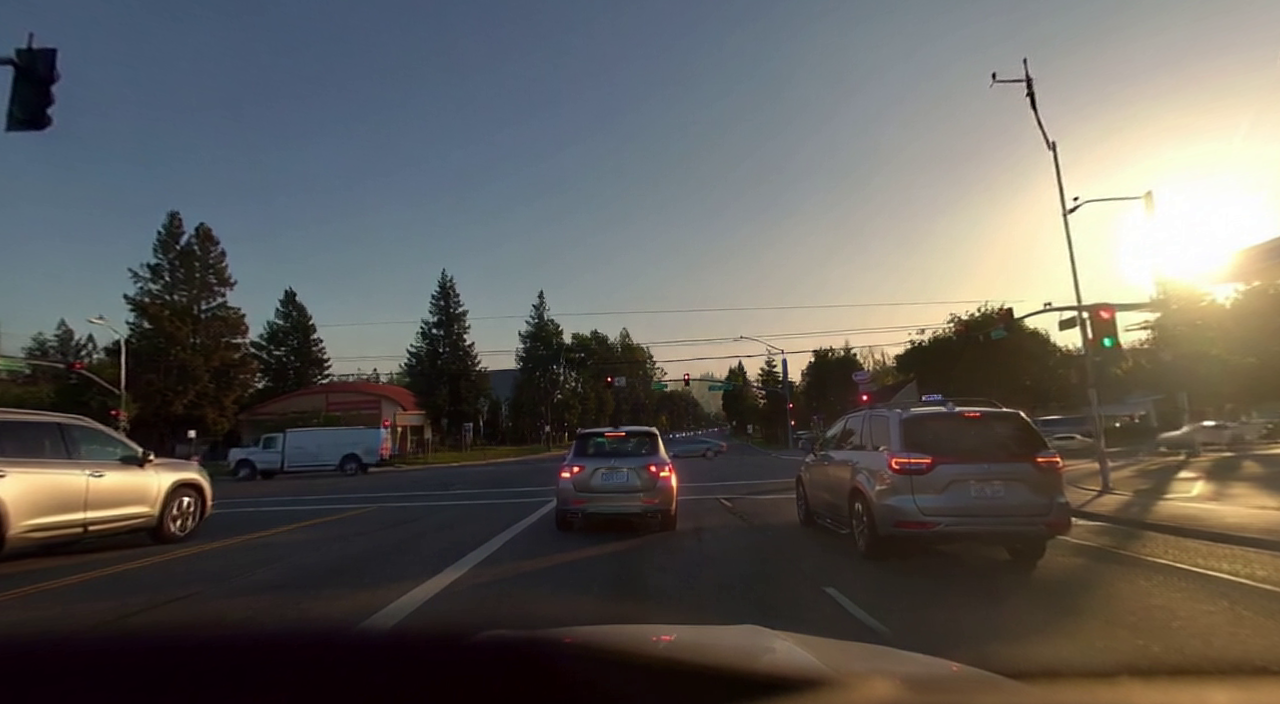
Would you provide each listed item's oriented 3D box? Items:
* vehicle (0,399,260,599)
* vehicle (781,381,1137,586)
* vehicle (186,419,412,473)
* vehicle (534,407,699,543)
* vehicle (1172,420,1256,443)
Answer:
[{"bbox_3d":[-6.729,1.496,6.842,2.011,1.774,4.866,0,-8,2],"label":"vehicle"},{"bbox_3d":[3.260,1.458,7.715,2.083,1.779,4.347,0,-8,0],"label":"vehicle"},{"bbox_3d":[-21.882,6.116,41.091,12.640,3.321,2.995,0,-8,-3],"label":"vehicle"},{"bbox_3d":[-0.297,1.841,9.992,2.067,1.702,3.987,0,-8,0],"label":"vehicle"},{"bbox_3d":[40.671,5.686,44.679,4.276,1.579,1.762,0,-8,-3],"label":"vehicle"}]
